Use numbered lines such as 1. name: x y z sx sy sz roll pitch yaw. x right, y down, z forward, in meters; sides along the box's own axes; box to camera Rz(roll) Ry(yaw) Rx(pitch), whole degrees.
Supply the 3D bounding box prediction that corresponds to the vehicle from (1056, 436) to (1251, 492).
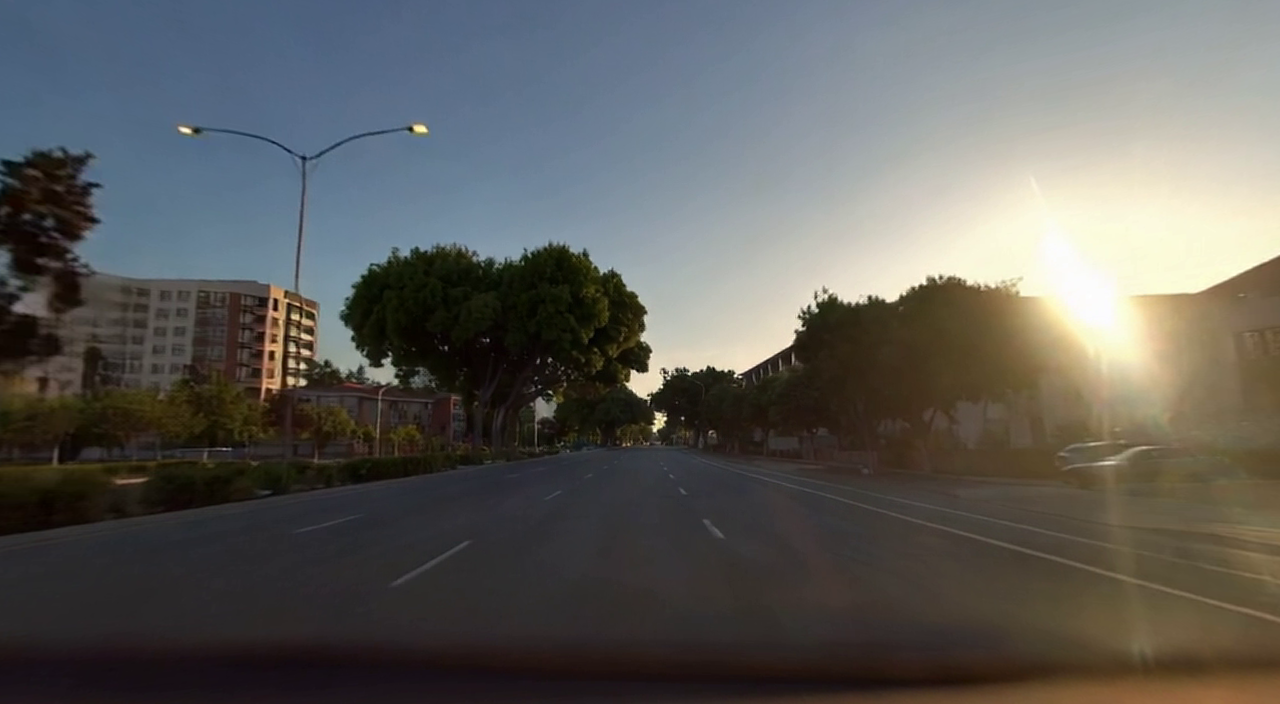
1. vehicle: 15.477 3.374 19.405 1.931 1.475 4.671 0 -8 -3
